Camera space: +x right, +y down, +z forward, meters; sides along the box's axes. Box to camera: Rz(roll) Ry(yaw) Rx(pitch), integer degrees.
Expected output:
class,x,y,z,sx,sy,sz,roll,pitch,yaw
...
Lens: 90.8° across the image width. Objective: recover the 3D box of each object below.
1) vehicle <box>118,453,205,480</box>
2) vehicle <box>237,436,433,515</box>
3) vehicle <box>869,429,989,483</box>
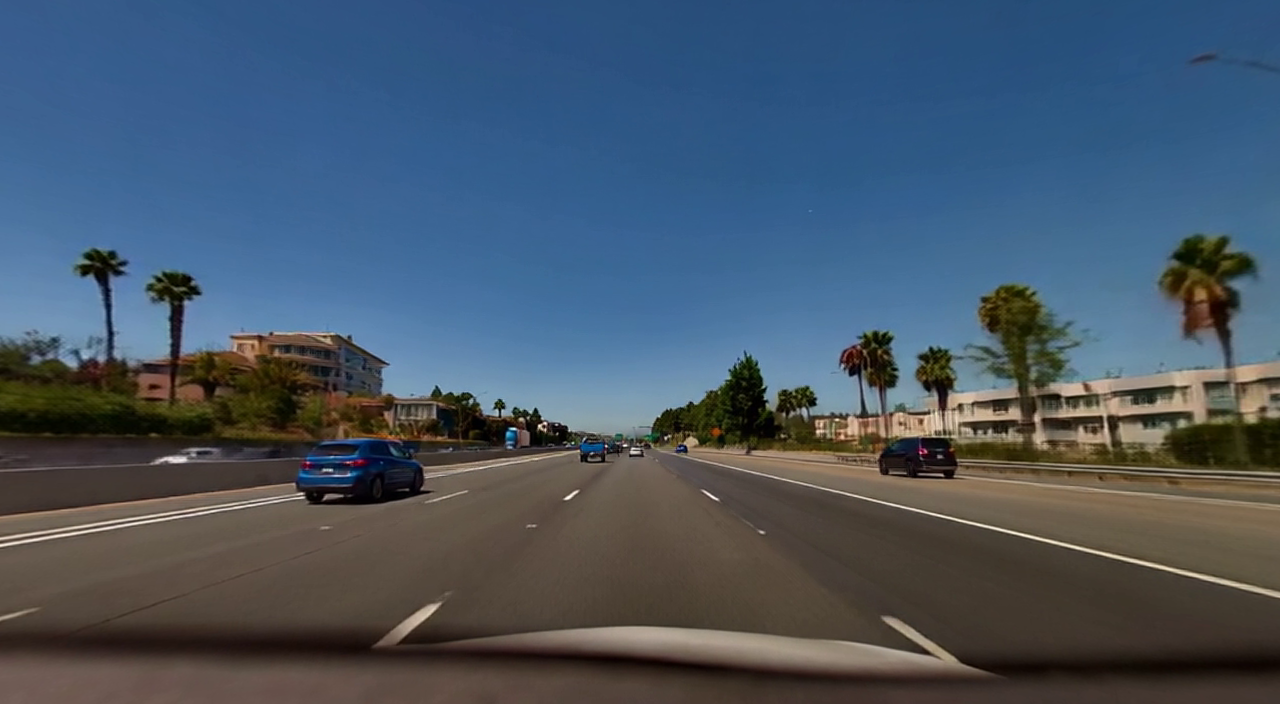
class,x,y,z,sx,sy,sz,roll,pitch,yaw
vehicle,-27.988,6.691,37.124,1.778,1.432,4.199,0,-9,0
vehicle,-6.659,2.752,14.609,2.018,1.480,4.999,0,-9,0
vehicle,10.586,3.851,23.589,2.168,1.792,4.457,0,-9,-3
